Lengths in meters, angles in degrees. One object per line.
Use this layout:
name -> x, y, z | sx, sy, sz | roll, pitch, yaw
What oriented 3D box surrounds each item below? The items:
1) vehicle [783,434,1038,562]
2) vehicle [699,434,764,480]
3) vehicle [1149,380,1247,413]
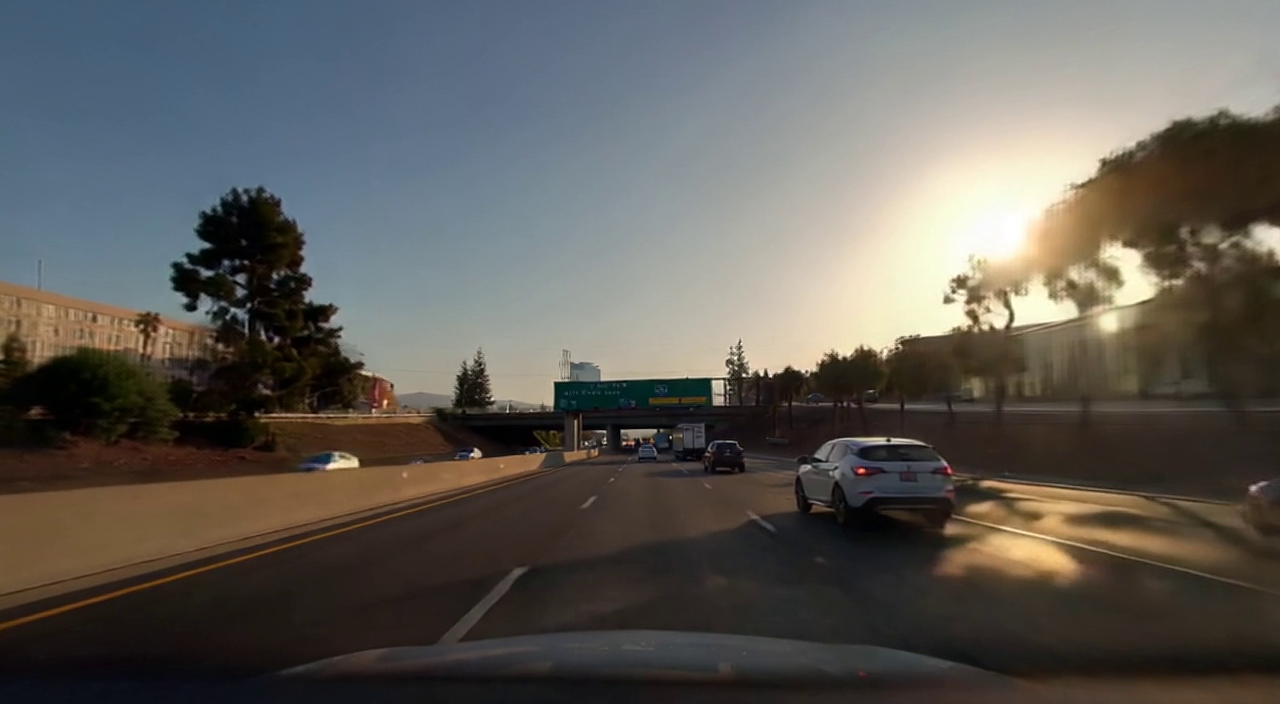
vehicle -> 3.694, 2.046, 9.687 | 1.902, 1.481, 4.451 | 0, -8, -1
vehicle -> 3.963, 4.617, 28.075 | 2.086, 1.858, 4.737 | 0, -8, -1
vehicle -> 35.422, 2.905, 40.213 | 2.024, 1.757, 4.696 | 0, -8, 2
